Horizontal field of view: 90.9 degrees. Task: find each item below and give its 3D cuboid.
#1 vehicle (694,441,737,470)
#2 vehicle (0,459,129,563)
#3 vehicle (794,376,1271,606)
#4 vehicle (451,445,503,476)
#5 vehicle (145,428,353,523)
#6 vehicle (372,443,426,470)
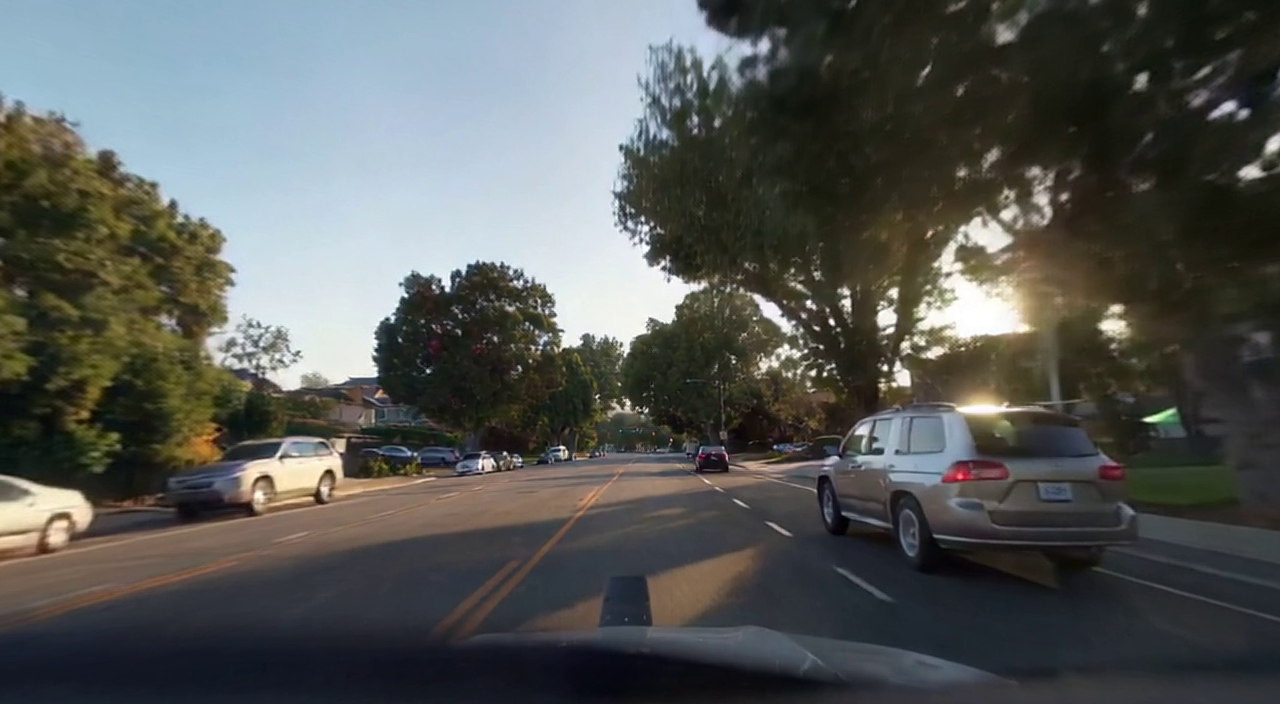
[{"bbox_3d":[4.227,5.849,35.763,1.956,1.492,4.425,0,-8,1],"label":"vehicle"},{"bbox_3d":[-10.656,2.489,9.534,2.006,1.476,4.570,-3,-8,1],"label":"vehicle"},{"bbox_3d":[3.958,1.571,8.204,2.497,1.889,5.833,0,-8,1],"label":"vehicle"},{"bbox_3d":[-10.309,6.863,40.169,2.083,1.791,4.585,-3,-8,1],"label":"vehicle"},{"bbox_3d":[-10.521,3.356,17.762,2.254,2.127,5.697,-2,-9,0],"label":"vehicle"},{"bbox_3d":[-17.249,7.469,45.371,1.914,1.792,4.470,0,-8,3],"label":"vehicle"}]
